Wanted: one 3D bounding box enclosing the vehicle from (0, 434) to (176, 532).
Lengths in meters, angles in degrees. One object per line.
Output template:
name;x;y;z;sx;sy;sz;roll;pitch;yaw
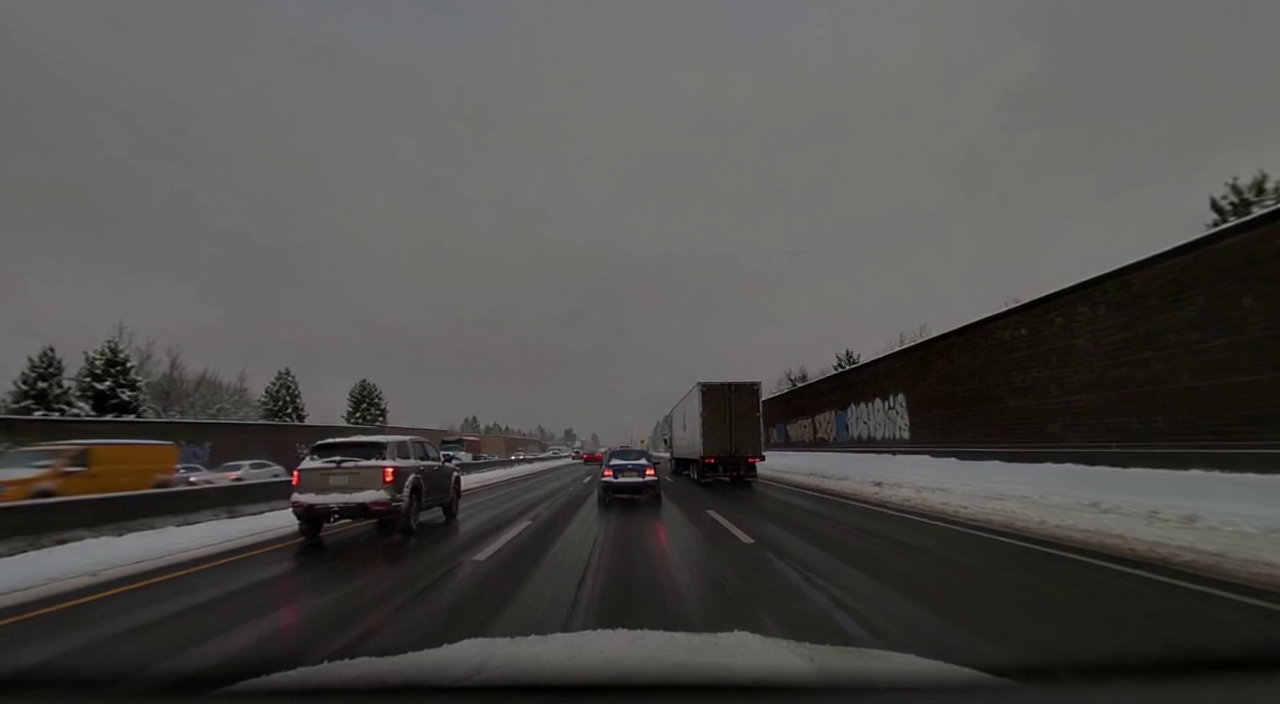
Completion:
vehicle;-12.723;2.671;13.285;2.022;1.773;4.935;-1;-9;0

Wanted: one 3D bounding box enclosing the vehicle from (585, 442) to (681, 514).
vehicle;-0.212;2.976;15.372;2.033;1.468;4.015;0;-9;-2

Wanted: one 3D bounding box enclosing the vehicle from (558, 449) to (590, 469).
vehicle;-5.034;8.258;48.774;2.067;1.481;4.085;0;-9;0

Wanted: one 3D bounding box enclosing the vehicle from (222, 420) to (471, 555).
vehicle;-4.526;2.155;10.739;1.988;1.750;4.711;0;-9;0

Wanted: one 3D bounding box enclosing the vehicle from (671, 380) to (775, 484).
vehicle;3.566;4.175;31.730;2.902;4.014;14.446;0;-9;-2
